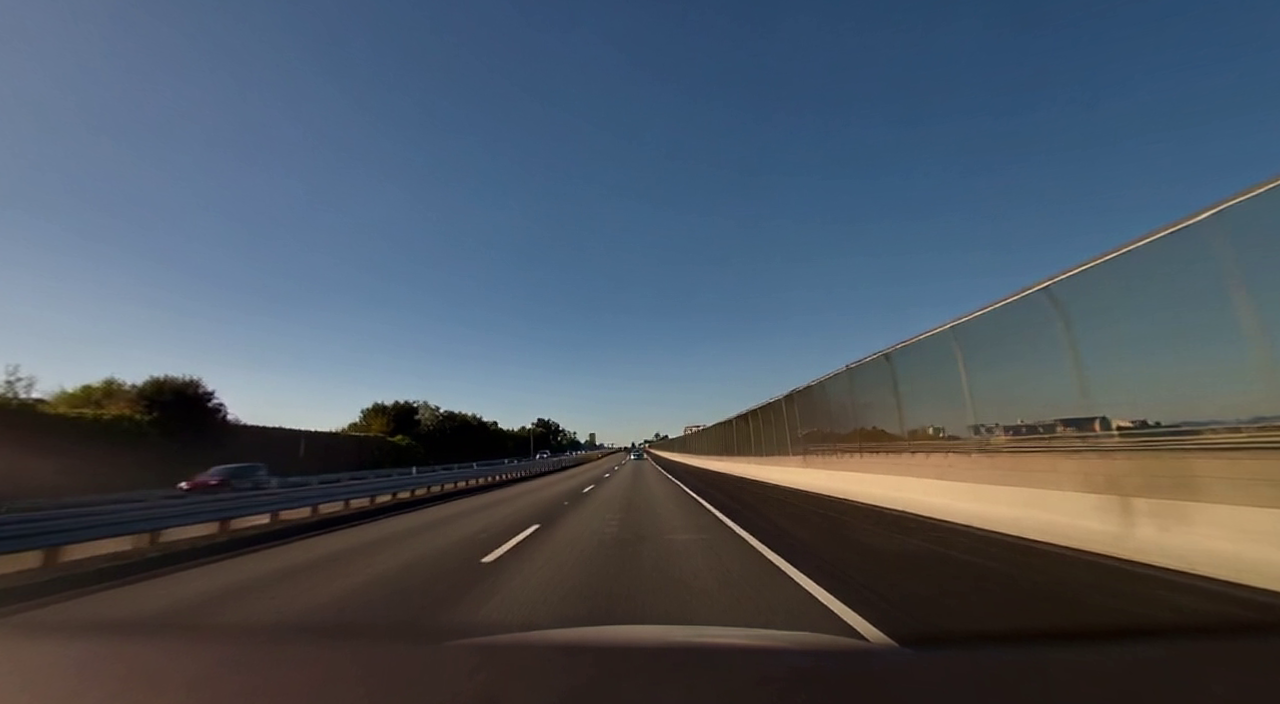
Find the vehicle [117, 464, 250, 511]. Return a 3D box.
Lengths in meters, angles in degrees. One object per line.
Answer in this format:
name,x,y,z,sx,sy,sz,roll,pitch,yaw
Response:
vehicle,-16.677,4.940,23.278,1.755,1.452,4.275,0,-9,-1
